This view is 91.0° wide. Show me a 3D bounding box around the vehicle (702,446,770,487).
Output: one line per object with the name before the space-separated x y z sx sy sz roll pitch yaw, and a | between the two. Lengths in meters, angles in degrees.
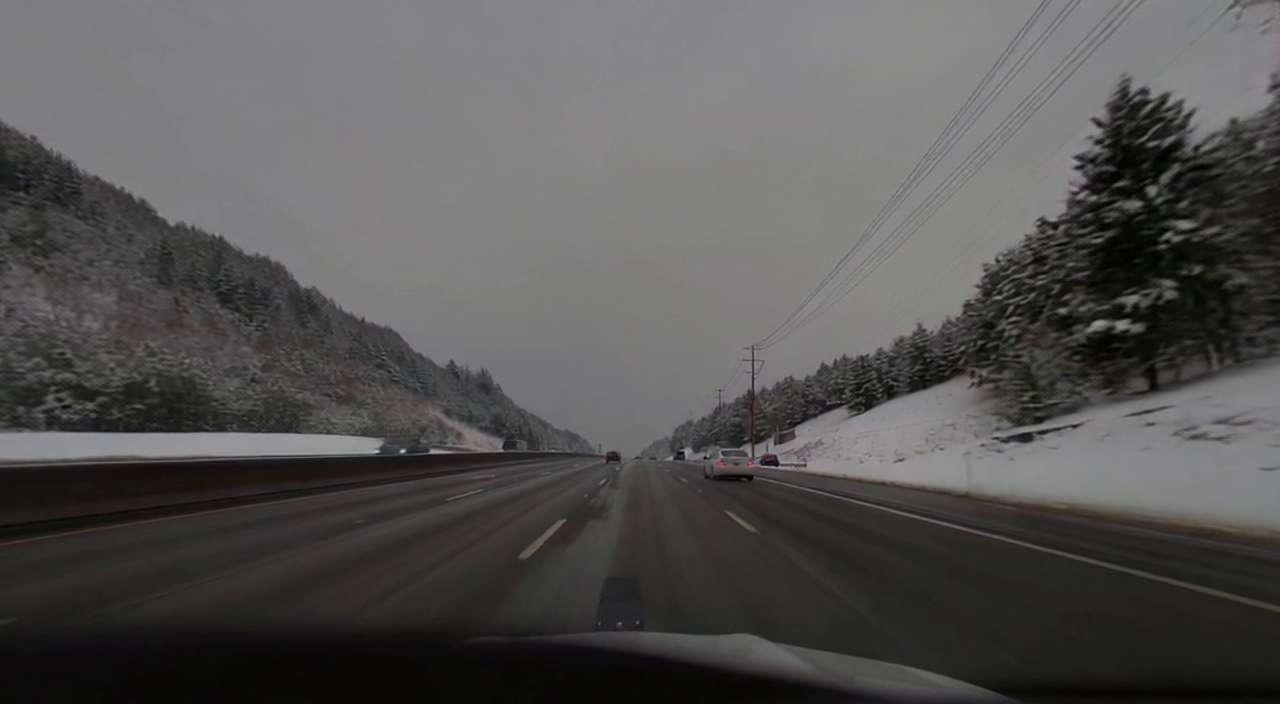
vehicle | 3.864 4.677 26.114 2.086 1.542 4.355 0 -8 0

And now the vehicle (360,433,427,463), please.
vehicle | -14.433 5.662 37.187 1.886 1.632 4.799 0 -9 1
